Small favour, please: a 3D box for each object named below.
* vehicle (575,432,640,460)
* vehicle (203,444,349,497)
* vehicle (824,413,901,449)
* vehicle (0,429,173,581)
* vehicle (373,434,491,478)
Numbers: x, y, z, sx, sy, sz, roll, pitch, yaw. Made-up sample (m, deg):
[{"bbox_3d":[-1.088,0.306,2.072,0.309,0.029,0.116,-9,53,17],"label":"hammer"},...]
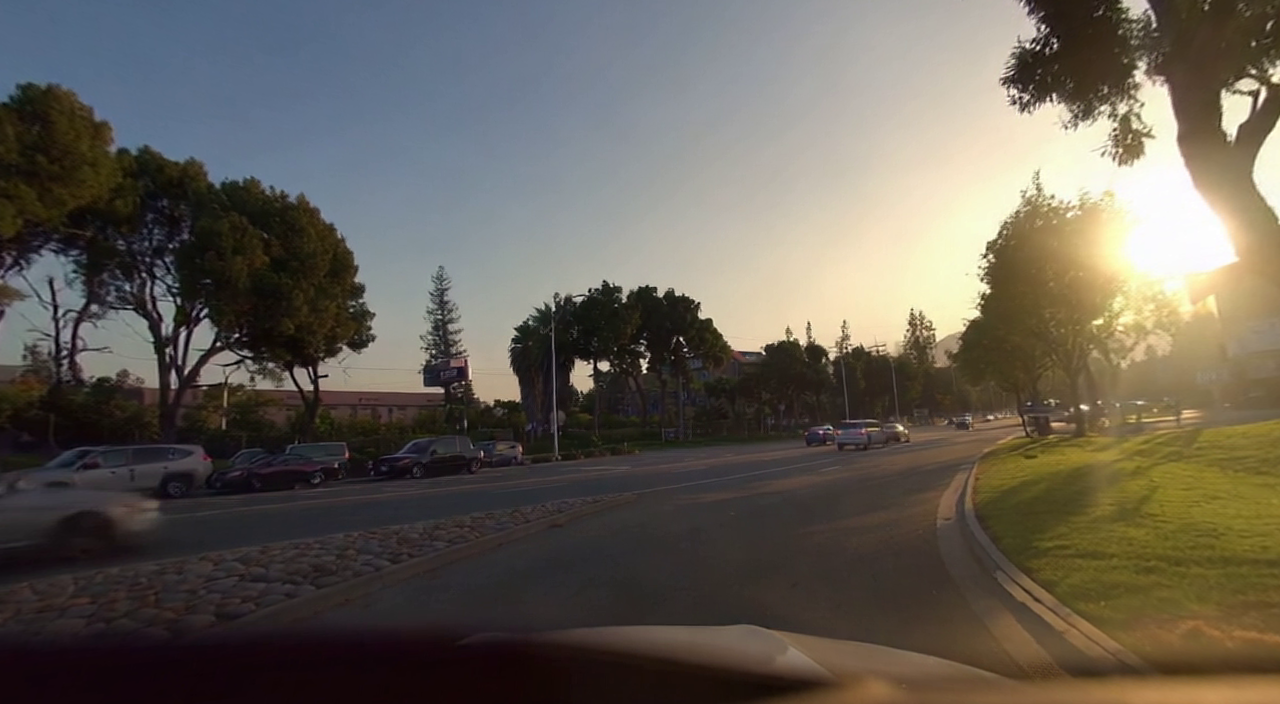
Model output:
[{"bbox_3d":[-2.032,6.130,41.496,1.926,1.691,4.646,-5,-9,32],"label":"vehicle"},{"bbox_3d":[-13.757,4.421,24.110,1.904,1.719,4.326,-5,-9,35],"label":"vehicle"},{"bbox_3d":[13.606,4.836,38.481,2.517,1.936,4.748,-11,-13,43],"label":"vehicle"},{"bbox_3d":[-7.687,1.527,6.230,1.984,1.482,4.482,-8,-11,38],"label":"vehicle"},{"bbox_3d":[-9.834,4.903,30.229,2.134,1.924,4.911,-6,-10,39],"label":"vehicle"}]
